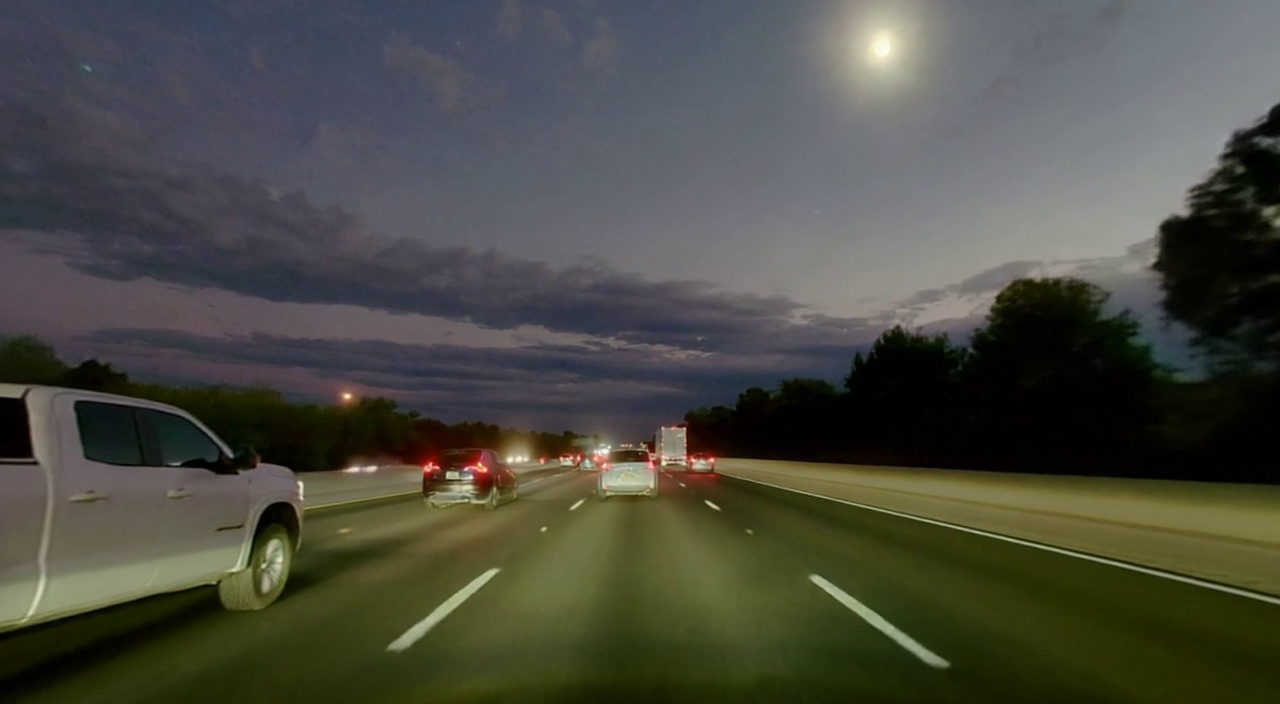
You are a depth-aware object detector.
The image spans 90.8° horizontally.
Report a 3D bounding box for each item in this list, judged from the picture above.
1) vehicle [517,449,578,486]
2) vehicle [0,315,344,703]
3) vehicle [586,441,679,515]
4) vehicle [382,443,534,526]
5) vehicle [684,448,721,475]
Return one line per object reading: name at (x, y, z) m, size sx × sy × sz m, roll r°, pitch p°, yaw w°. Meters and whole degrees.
vehicle at (-3.936, 5.001, 27.571) m, size 1.999 × 1.484 × 4.269 m, roll 0°, pitch -9°, yaw 0°
vehicle at (-3.906, 0.884, 3.317) m, size 2.243 × 1.889 × 4.949 m, roll 0°, pitch -9°, yaw 0°
vehicle at (-0.178, 2.988, 15.326) m, size 1.996 × 1.574 × 3.426 m, roll 0°, pitch -9°, yaw -1°
vehicle at (-3.699, 2.777, 13.790) m, size 1.988 × 1.501 × 4.438 m, roll 0°, pitch -9°, yaw 0°
vehicle at (3.846, 6.791, 39.287) m, size 1.858 × 1.537 × 3.838 m, roll 0°, pitch -9°, yaw -1°
